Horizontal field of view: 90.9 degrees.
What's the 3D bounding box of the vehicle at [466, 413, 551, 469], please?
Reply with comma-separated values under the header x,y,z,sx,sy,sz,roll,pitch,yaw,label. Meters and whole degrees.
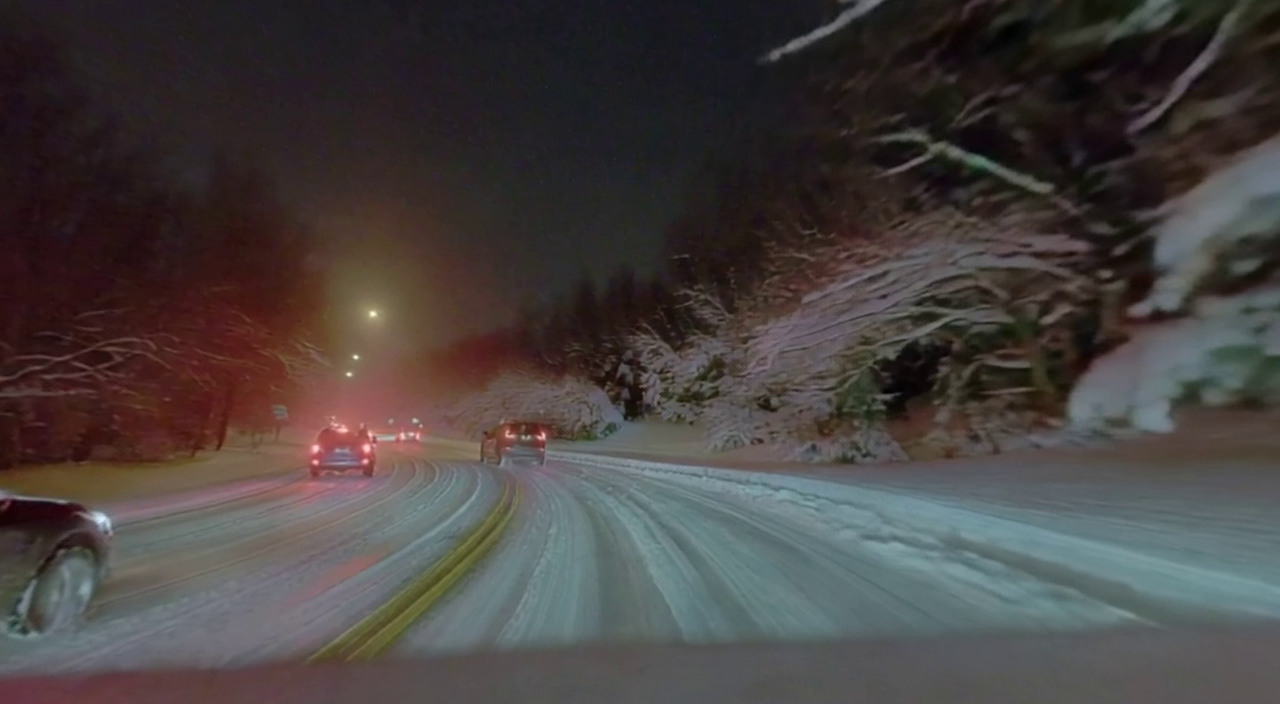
x,y,z,sx,sy,sz,roll,pitch,yaw,label
-5.479,3.635,25.639,2.500,1.961,5.637,4,-9,-20,vehicle
